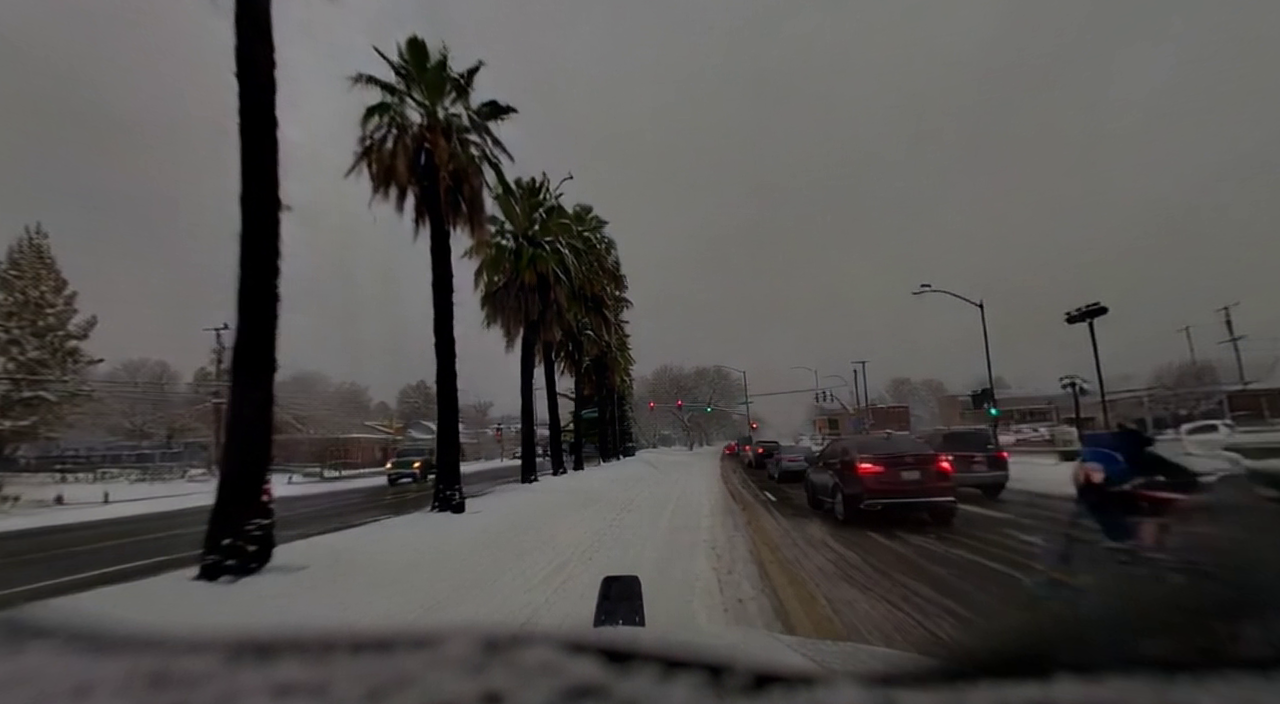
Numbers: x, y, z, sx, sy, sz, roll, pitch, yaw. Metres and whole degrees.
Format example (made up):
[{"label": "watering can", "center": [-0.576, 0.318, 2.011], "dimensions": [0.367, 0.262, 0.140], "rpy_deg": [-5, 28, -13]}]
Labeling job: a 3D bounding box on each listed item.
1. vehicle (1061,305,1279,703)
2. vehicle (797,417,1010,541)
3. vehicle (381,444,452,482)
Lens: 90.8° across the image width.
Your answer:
[{"label": "vehicle", "center": [3.507, 0.551, 1.083], "dimensions": [2.428, 1.816, 4.959], "rpy_deg": [-1, -9, 5]}, {"label": "vehicle", "center": [4.347, 2.170, 11.445], "dimensions": [2.061, 1.744, 4.752], "rpy_deg": [-1, -9, 4]}, {"label": "vehicle", "center": [-11.443, 5.676, 32.693], "dimensions": [1.979, 1.724, 4.334], "rpy_deg": [-3, -9, 1]}]
